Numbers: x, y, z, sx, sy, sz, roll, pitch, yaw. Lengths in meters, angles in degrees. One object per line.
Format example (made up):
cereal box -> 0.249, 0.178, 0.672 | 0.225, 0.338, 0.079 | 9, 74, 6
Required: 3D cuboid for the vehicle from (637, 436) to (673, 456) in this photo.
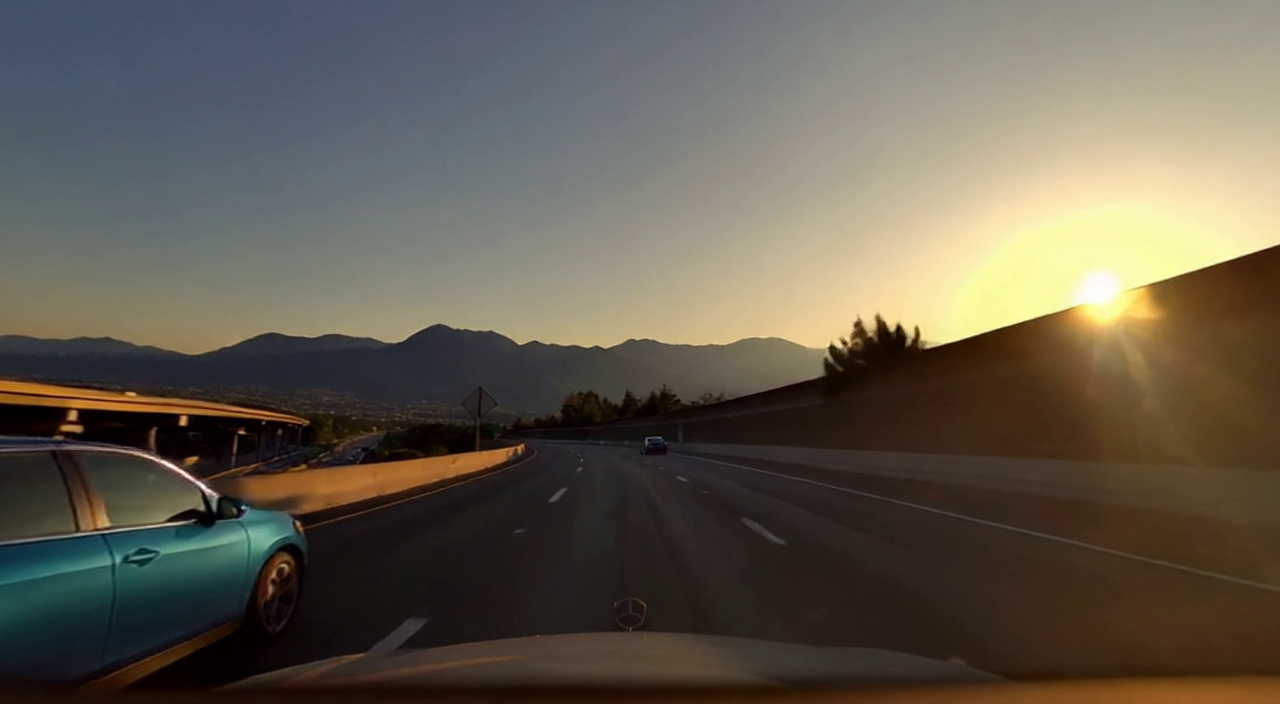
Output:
vehicle -> 1.100, 7.279, 48.640 | 1.985, 1.440, 4.466 | 1, -8, -9
